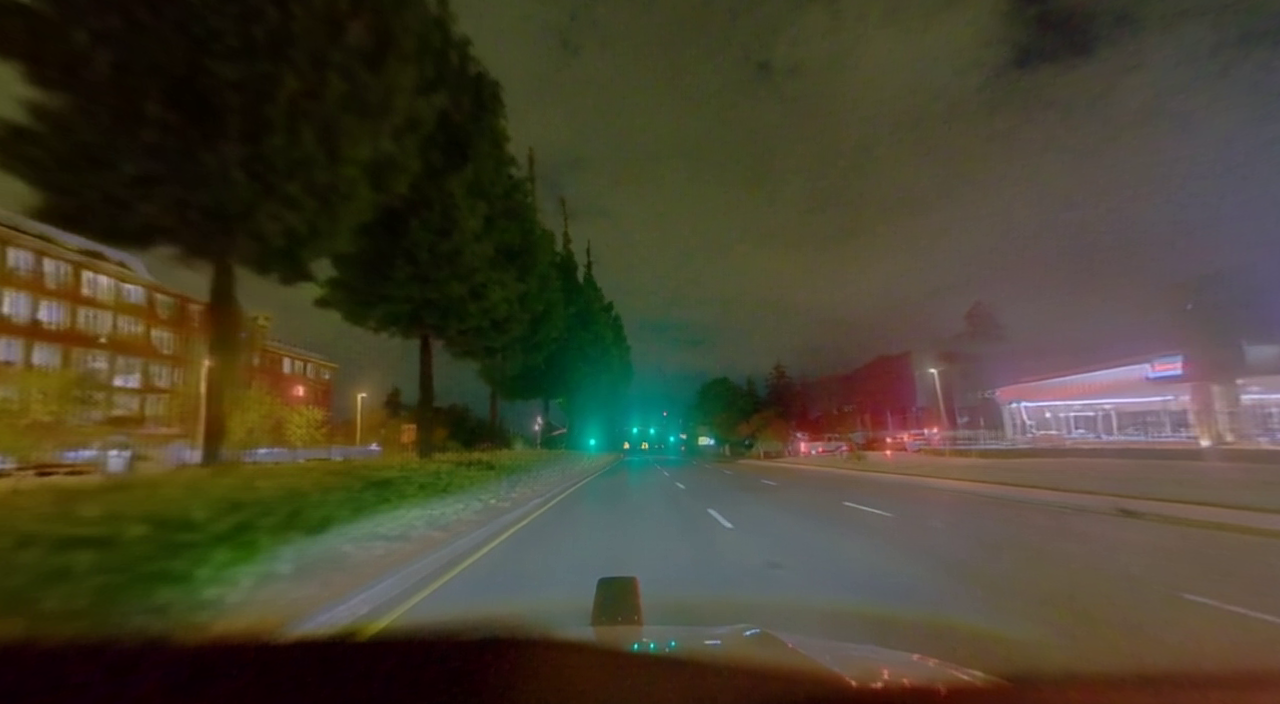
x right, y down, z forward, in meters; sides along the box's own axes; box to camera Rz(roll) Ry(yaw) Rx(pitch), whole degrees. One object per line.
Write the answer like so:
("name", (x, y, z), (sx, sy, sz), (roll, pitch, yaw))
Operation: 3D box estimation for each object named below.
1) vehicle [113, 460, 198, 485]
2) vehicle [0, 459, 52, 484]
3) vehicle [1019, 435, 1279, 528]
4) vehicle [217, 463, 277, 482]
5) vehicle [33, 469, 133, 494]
("vehicle", (-29.800, 7.430, 38.776), (3.506, 1.452, 2.035), (0, -9, 1))
("vehicle", (-41.974, 7.912, 41.767), (4.116, 1.533, 1.762), (0, -8, 1))
("vehicle", (10.202, 2.515, 12.907), (2.013, 1.551, 4.460), (0, -8, -1))
("vehicle", (-29.412, 9.038, 47.180), (3.322, 1.358, 1.617), (1, -9, -2))
("vehicle", (-29.251, 6.803, 33.117), (3.665, 1.181, 1.651), (0, -9, 0))
